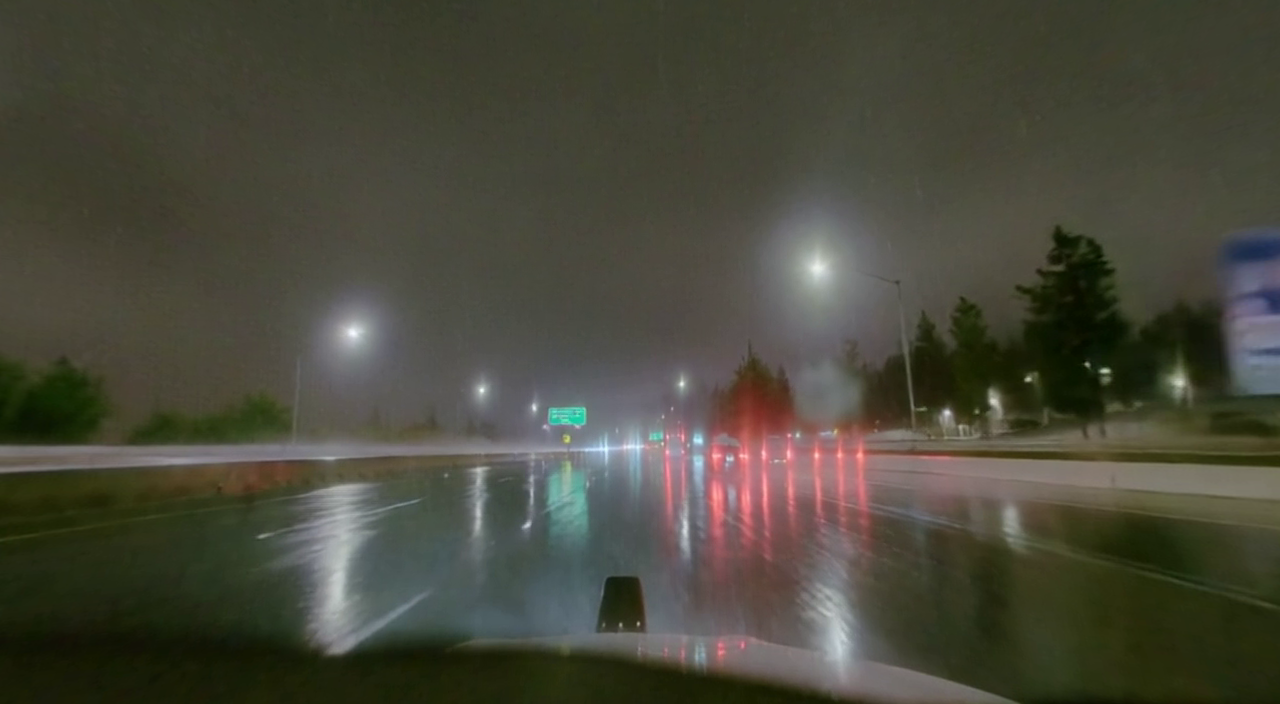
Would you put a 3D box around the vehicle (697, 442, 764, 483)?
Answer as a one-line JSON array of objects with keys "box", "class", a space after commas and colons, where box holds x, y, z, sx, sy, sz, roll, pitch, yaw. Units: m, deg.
[{"box": [3.547, 4.438, 25.495, 2.033, 1.501, 4.398, 0, -9, -1], "class": "vehicle"}]
